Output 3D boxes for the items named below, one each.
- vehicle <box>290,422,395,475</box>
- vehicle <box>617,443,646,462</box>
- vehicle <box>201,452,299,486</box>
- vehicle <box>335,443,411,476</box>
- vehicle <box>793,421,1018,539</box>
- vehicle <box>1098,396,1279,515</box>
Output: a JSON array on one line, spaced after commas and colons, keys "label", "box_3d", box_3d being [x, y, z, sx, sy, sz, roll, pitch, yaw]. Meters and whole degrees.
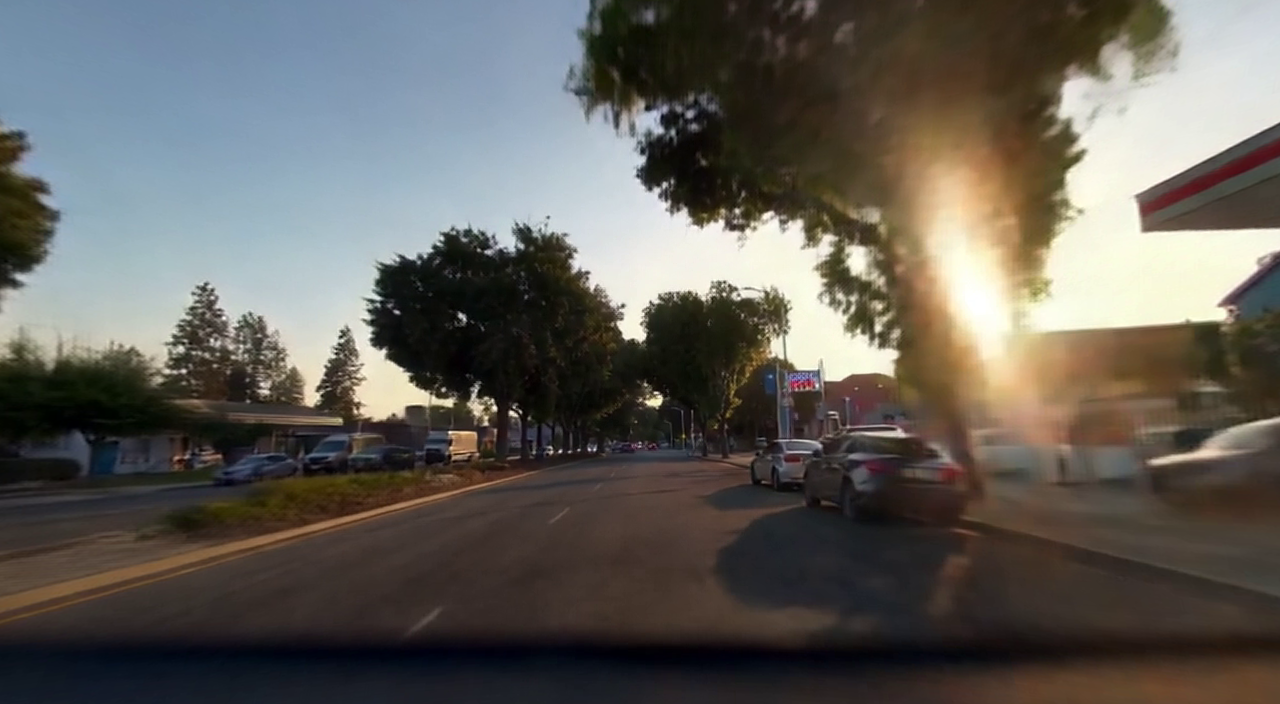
[{"label": "vehicle", "box_3d": [-18.421, 6.062, 39.646, 2.837, 2.953, 7.214, 0, -9, 2]}, {"label": "vehicle", "box_3d": [-0.623, 7.903, 49.744, 1.959, 1.406, 4.272, -1, -9, 3]}, {"label": "vehicle", "box_3d": [-18.660, 5.584, 30.444, 1.817, 1.460, 4.524, 0, -9, 1]}, {"label": "vehicle", "box_3d": [-14.150, 5.690, 33.733, 1.977, 1.619, 4.612, 0, -9, 1]}, {"label": "vehicle", "box_3d": [4.432, 2.209, 11.505, 2.179, 1.709, 4.512, 0, -9, 1]}, {"label": "vehicle", "box_3d": [11.832, 1.814, 11.275, 5.404, 1.914, 2.159, -1, -9, 3]}]
